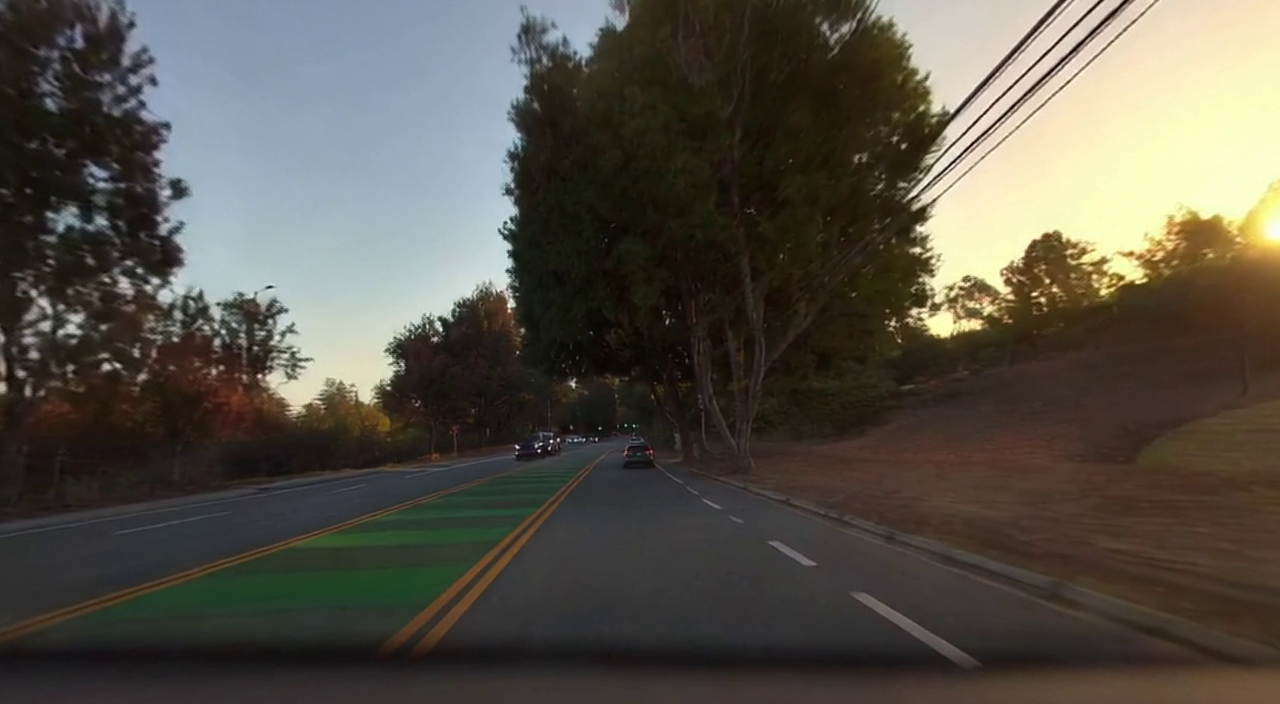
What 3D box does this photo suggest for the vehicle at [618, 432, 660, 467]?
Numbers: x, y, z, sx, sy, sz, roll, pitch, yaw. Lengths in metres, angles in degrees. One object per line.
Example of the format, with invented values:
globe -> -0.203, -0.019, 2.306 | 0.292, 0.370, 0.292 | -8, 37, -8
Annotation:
vehicle -> -0.133, 5.266, 34.230 | 2.140, 1.767, 4.720 | 0, -8, -2

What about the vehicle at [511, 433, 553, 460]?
vehicle -> -7.308, 6.440, 43.190 | 2.101, 1.734, 4.257 | 0, -9, 0
